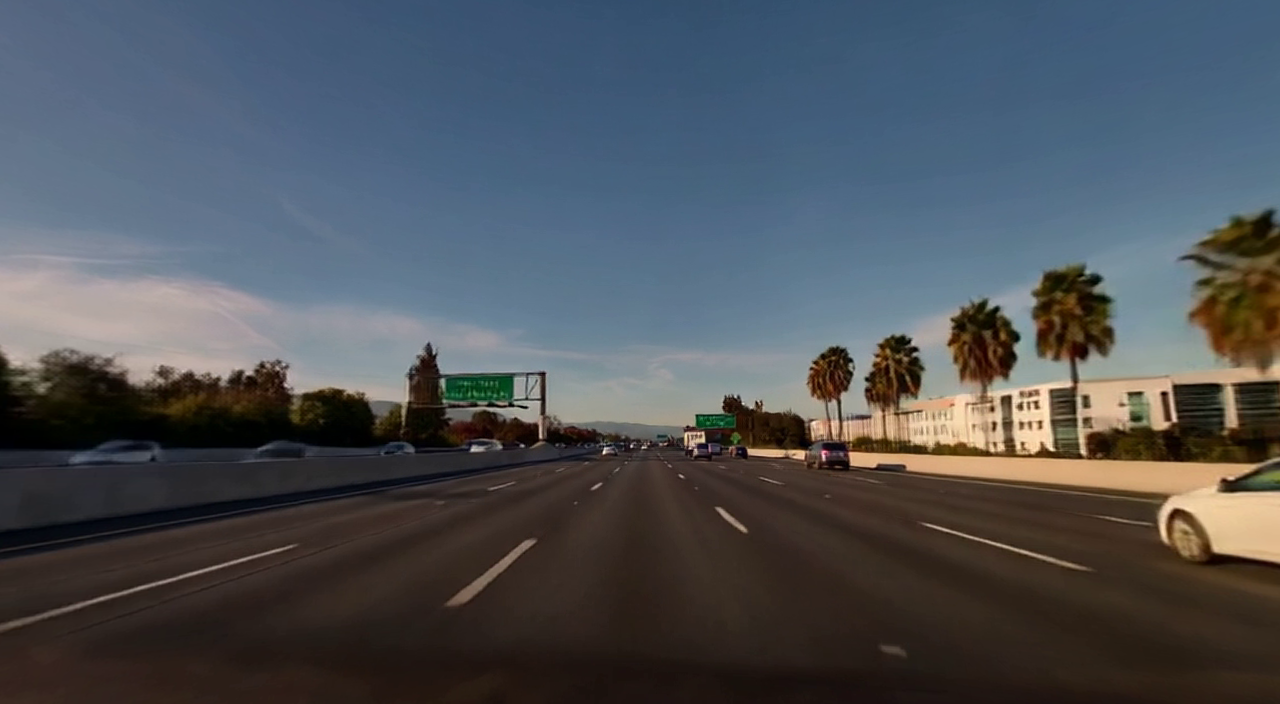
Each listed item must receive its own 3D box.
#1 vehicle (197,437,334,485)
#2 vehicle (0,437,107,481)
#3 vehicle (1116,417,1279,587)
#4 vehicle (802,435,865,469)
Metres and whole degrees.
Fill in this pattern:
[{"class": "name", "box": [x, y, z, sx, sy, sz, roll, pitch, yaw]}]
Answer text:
[{"class": "vehicle", "box": [-12.750, 3.730, 21.876, 1.860, 1.467, 4.559, 0, -8, 2]}, {"class": "vehicle", "box": [-22.426, 3.845, 22.942, 1.905, 1.475, 4.731, 0, -8, 1]}, {"class": "vehicle", "box": [6.904, 1.315, 5.363, 2.071, 1.543, 4.702, 0, -8, 1]}, {"class": "vehicle", "box": [11.264, 5.862, 37.073, 2.168, 1.861, 4.678, 0, -8, -1]}]
